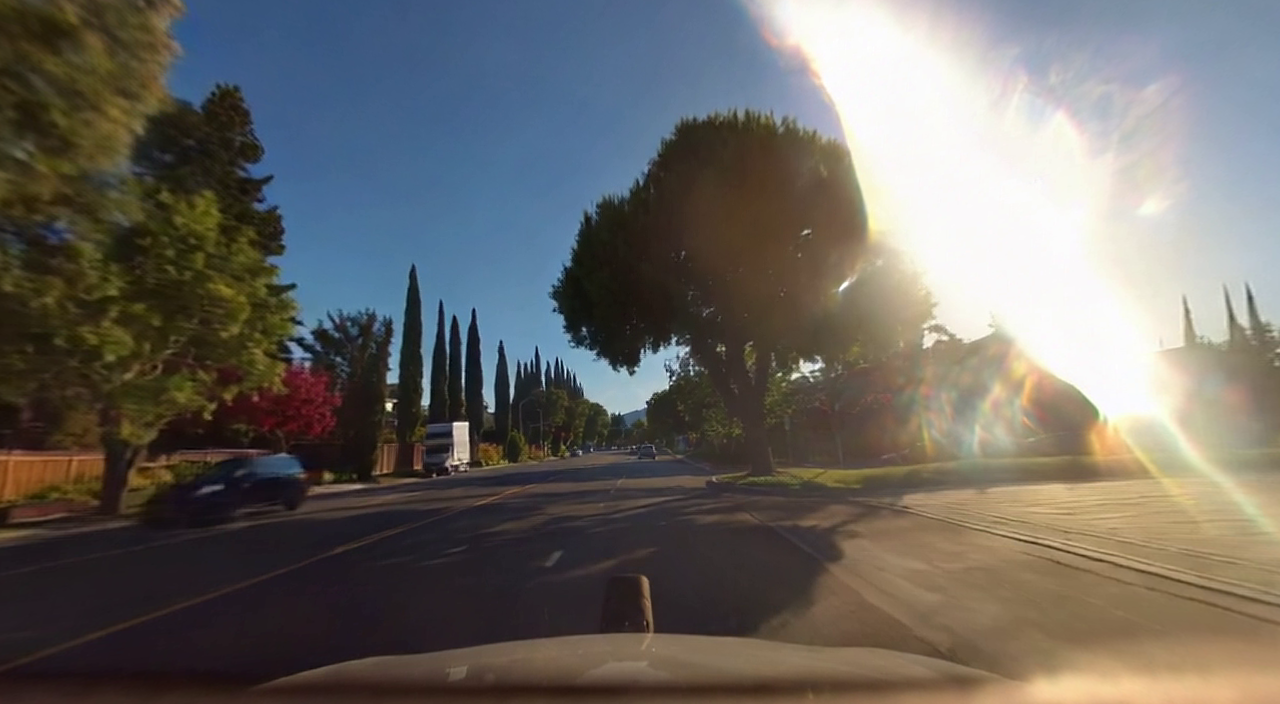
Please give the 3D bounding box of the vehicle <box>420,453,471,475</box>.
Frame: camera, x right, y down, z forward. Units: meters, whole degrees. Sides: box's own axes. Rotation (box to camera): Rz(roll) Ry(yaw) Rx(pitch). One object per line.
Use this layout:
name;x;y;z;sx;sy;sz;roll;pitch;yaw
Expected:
vehicle;-14.049;8.100;45.677;2.557;1.485;2.907;-2;-9;5

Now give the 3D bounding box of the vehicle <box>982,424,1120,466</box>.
vehicle;18.910;4.318;29.146;4.821;1.832;2.196;1;-9;-1

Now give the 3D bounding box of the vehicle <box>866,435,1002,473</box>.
vehicle;13.429;4.679;29.063;5.177;1.468;2.090;-3;-7;3

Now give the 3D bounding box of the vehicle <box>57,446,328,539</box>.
vehicle;-8.670;2.710;12.966;1.961;1.518;4.846;0;-9;1
